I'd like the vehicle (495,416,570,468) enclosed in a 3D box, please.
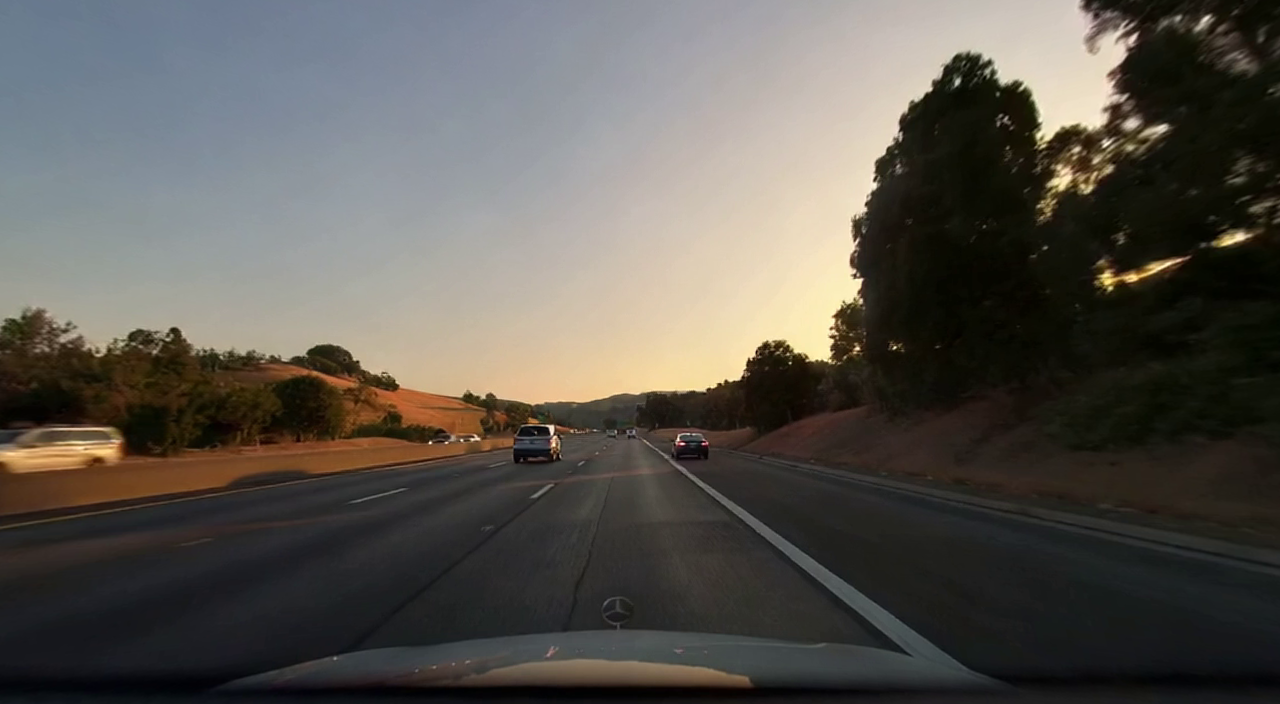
[{"bbox_3d":[-4.286,3.700,25.992,2.251,1.938,4.708,0,-8,0],"label":"vehicle"}]

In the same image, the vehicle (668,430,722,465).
[{"bbox_3d":[2.439,4.354,28.836,1.948,1.470,3.913,0,-8,-3],"label":"vehicle"}]
